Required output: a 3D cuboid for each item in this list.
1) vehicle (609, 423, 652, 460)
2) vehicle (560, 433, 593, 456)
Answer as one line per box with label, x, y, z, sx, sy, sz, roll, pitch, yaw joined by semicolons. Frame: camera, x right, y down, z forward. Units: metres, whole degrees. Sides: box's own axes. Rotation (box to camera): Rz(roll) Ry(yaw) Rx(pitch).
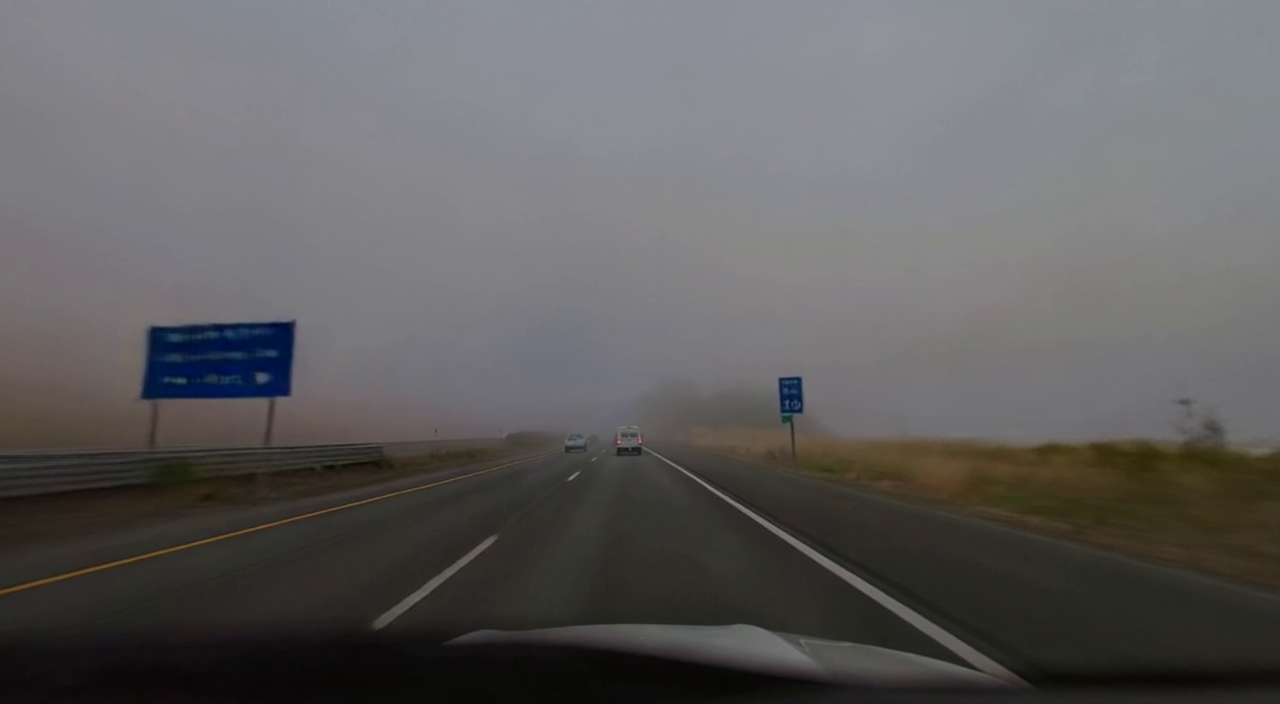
vehicle;-0.545;5.011;35.257;2.223;1.957;4.416;0;-8;-1
vehicle;-4.636;6.802;46.393;2.062;1.567;4.117;0;-8;-1
